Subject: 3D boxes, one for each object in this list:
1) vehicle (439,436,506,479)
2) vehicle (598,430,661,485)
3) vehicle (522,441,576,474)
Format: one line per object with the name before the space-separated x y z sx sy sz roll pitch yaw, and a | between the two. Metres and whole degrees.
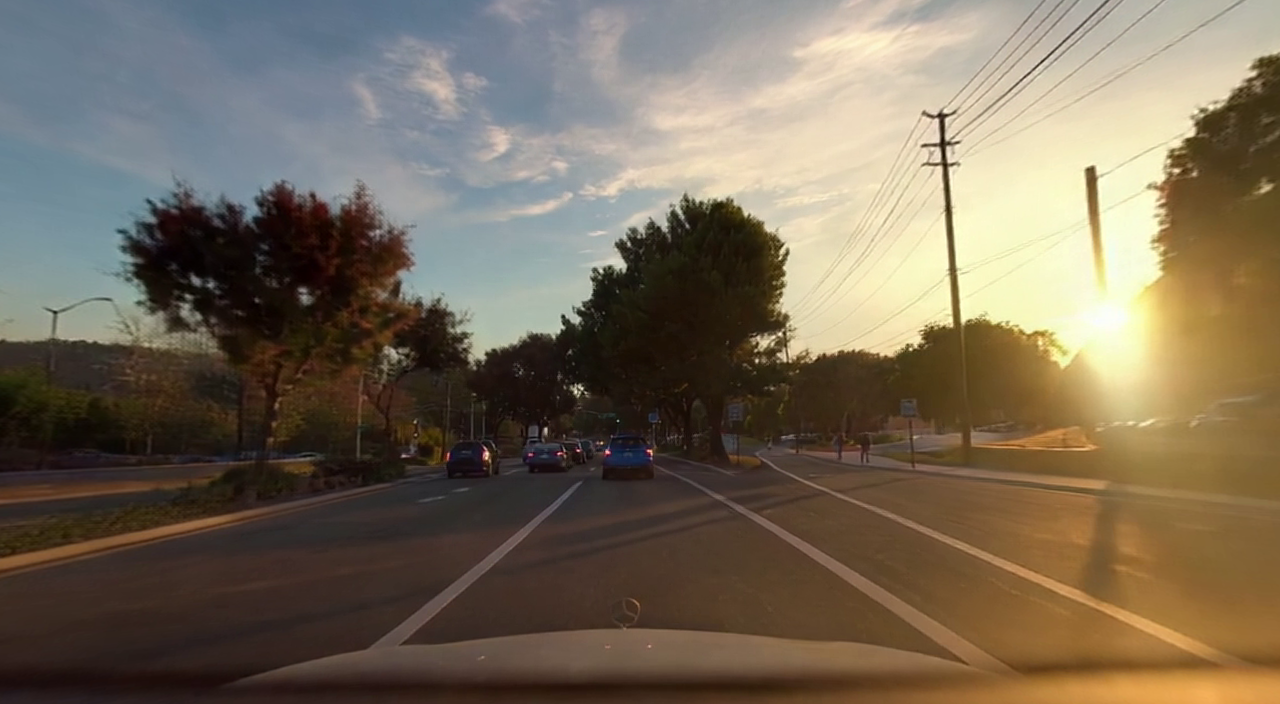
vehicle | -6.986 4.429 26.750 1.860 1.634 4.089 0 -9 -3
vehicle | -0.405 3.690 22.341 2.012 1.769 3.897 0 -9 -2
vehicle | -4.360 5.116 30.882 2.087 1.485 4.452 0 -8 -2
